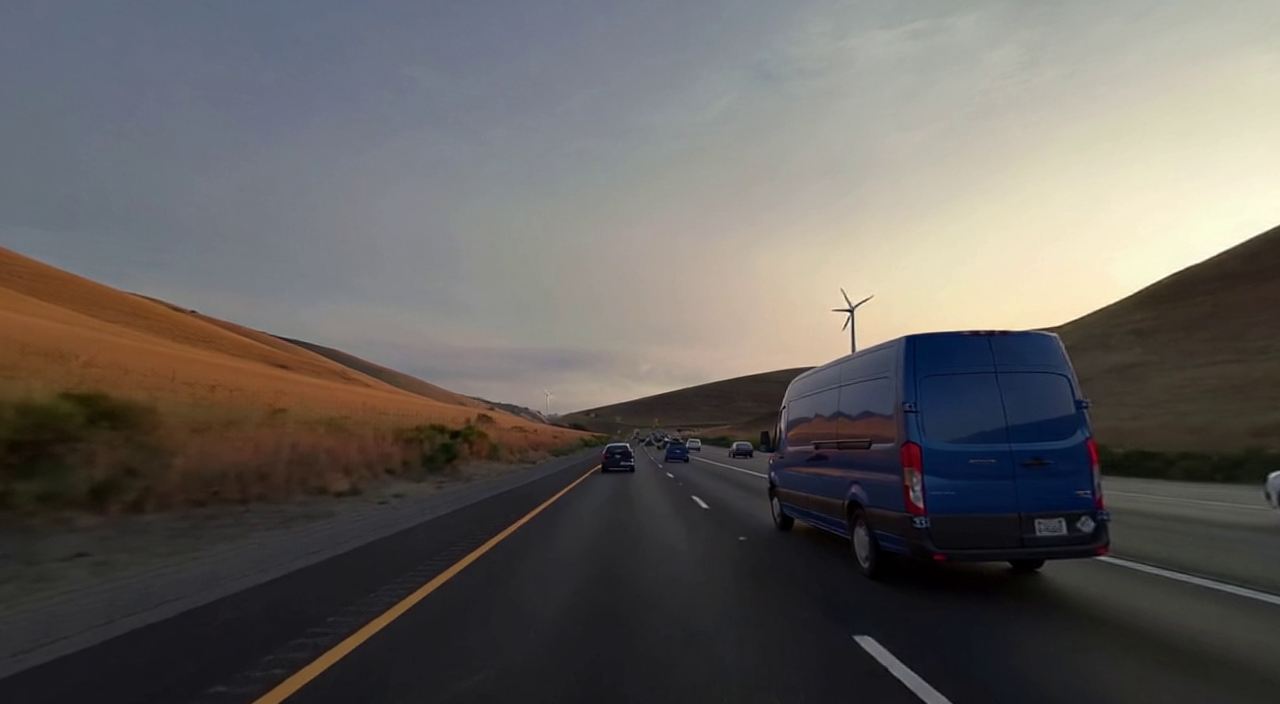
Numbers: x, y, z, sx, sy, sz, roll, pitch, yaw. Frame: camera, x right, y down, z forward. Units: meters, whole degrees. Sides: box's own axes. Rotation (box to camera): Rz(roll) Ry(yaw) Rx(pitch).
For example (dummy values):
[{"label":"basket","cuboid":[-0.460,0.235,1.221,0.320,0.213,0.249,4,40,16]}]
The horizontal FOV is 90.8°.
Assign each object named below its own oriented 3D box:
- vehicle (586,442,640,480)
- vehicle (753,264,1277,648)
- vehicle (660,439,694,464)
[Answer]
[{"label":"vehicle","cuboid":[-1.053,4.438,26.078,2.082,1.445,3.826,0,-8,-1]},{"label":"vehicle","cuboid":[3.040,1.085,7.235,2.365,2.630,5.754,0,-8,0]},{"label":"vehicle","cuboid":[2.615,7.160,45.744,2.108,1.717,3.996,0,-8,-2]}]
